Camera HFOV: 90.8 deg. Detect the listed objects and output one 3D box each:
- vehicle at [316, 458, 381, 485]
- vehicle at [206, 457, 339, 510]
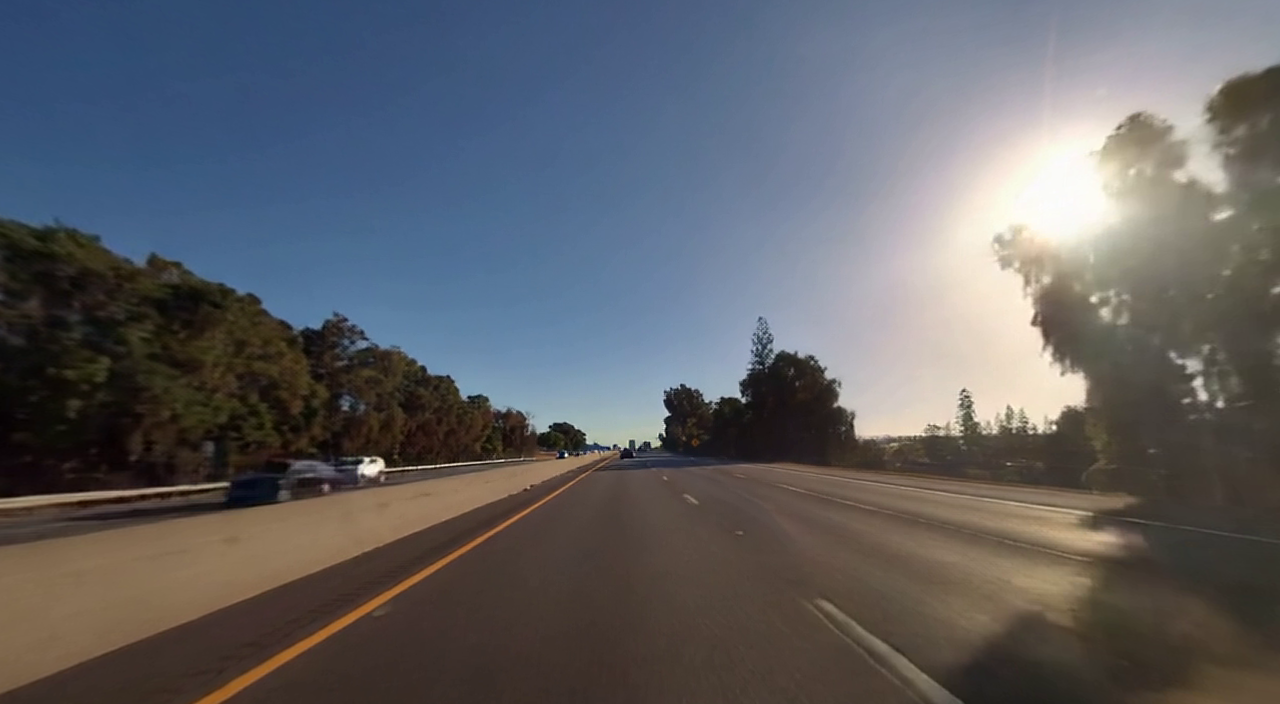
[{"bbox_3d":[-17.845,7.327,38.841,1.894,1.475,4.484,0,-9,-1],"label":"vehicle"},{"bbox_3d":[-12.448,4.441,21.813,1.867,1.534,4.679,0,-9,-1],"label":"vehicle"}]
